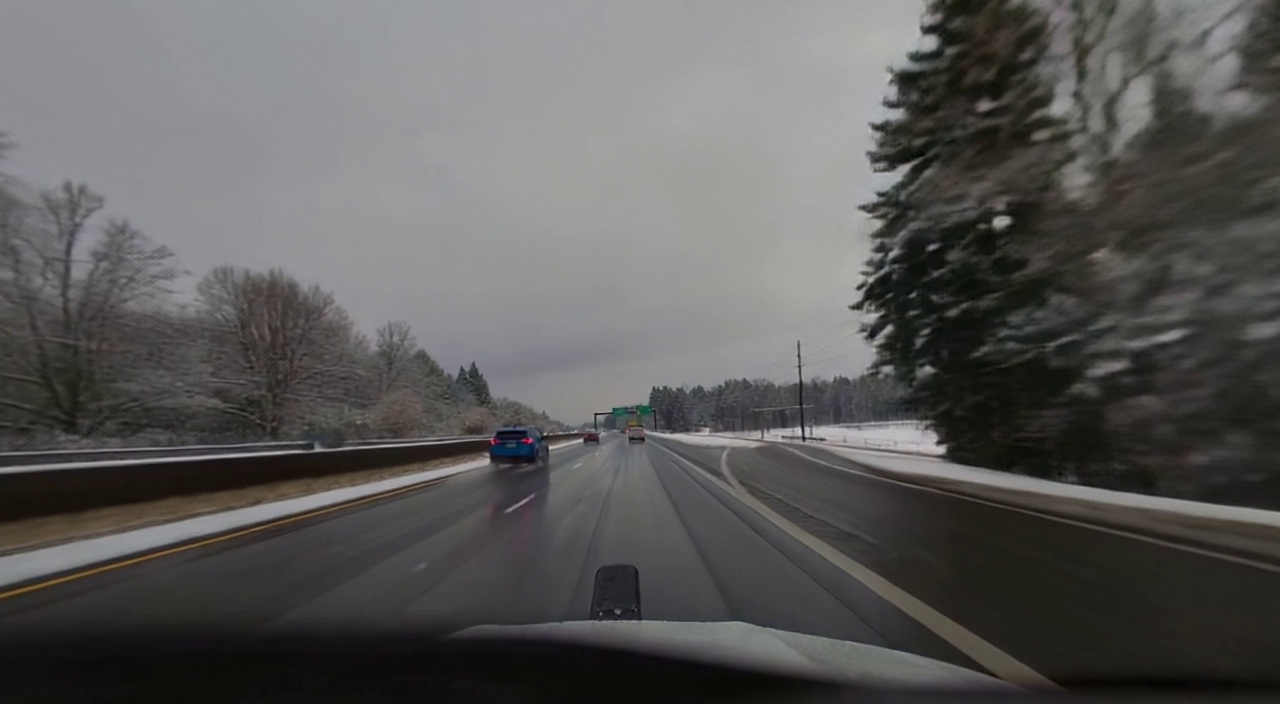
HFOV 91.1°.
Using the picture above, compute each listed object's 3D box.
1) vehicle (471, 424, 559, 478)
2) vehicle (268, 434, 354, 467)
[{"bbox_3d":[-3.958,3.203,20.733,2.023,1.580,4.259,0,-8,0],"label":"vehicle"},{"bbox_3d":[-16.449,4.919,31.708,1.892,1.530,4.482,0,-8,0],"label":"vehicle"}]
